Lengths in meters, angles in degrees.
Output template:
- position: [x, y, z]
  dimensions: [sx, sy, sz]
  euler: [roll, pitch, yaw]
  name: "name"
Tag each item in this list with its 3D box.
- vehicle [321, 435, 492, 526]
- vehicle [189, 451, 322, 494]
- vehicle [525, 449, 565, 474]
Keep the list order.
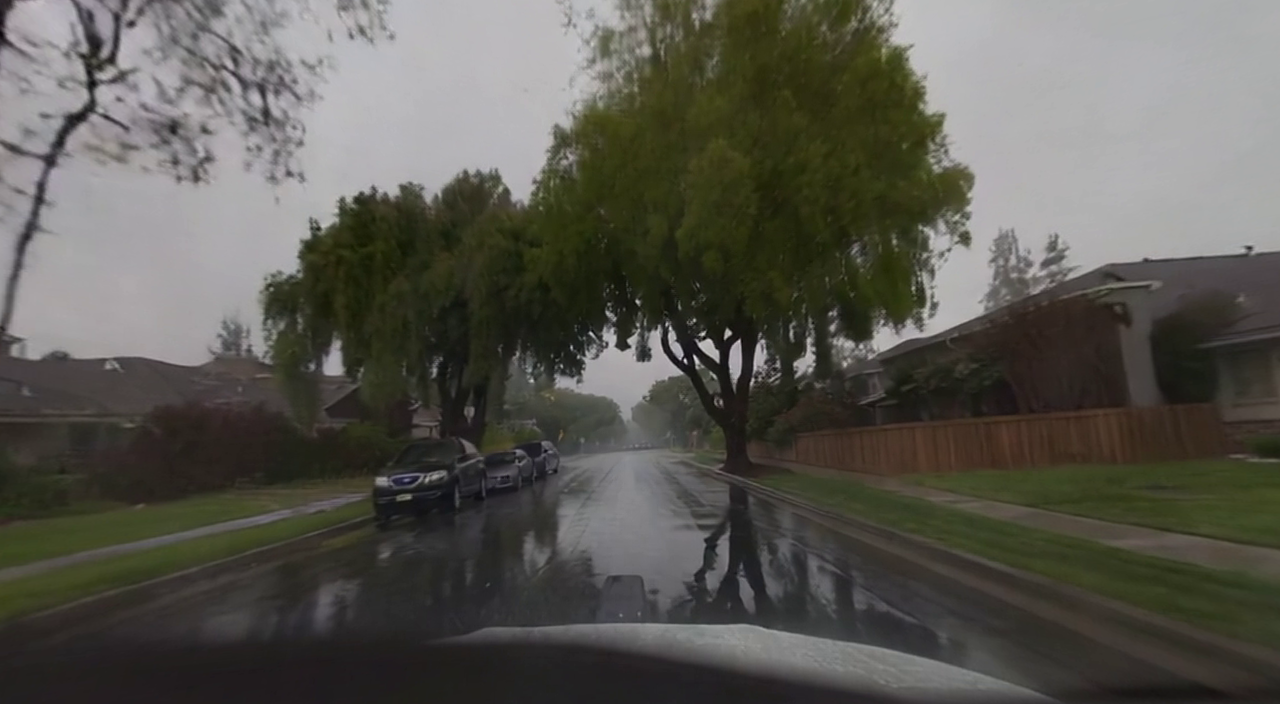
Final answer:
- position: [-5.605, 3.135, 16.226]
  dimensions: [2.341, 1.886, 5.684]
  euler: [0, -8, -1]
  name: "vehicle"
- position: [-16.886, 5.293, 27.944]
  dimensions: [4.546, 1.791, 1.992]
  euler: [0, -8, -2]
  name: "vehicle"
- position: [-5.994, 6.949, 40.277]
  dimensions: [1.901, 1.468, 4.212]
  euler: [0, -8, 0]
  name: "vehicle"
